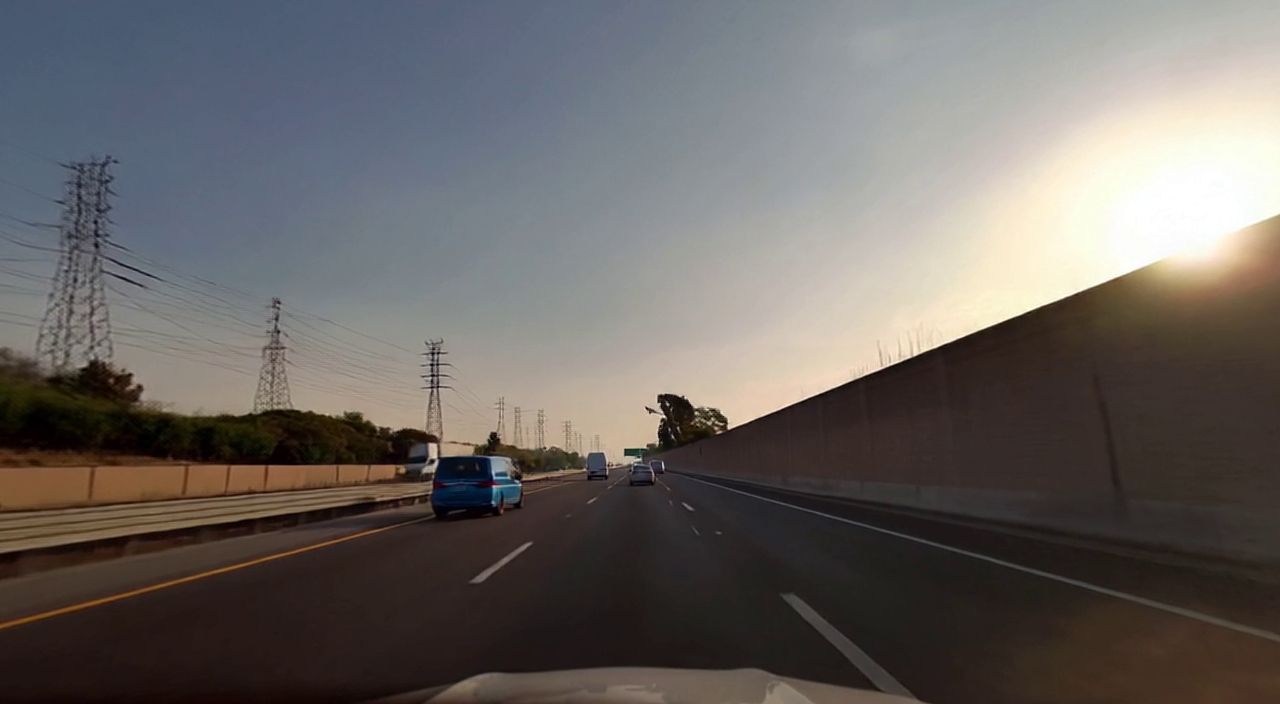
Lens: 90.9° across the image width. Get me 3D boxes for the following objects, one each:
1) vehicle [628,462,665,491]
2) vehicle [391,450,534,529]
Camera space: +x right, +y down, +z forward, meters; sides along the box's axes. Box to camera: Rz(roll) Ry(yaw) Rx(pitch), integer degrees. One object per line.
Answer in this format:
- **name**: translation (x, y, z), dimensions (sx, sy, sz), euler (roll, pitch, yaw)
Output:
- **vehicle**: translation (0.348, 7.220, 36.558), dimensions (2.006, 1.554, 3.863), euler (1, -10, 0)
- **vehicle**: translation (-3.971, 3.212, 15.043), dimensions (2.023, 1.541, 4.543), euler (1, -11, 1)
